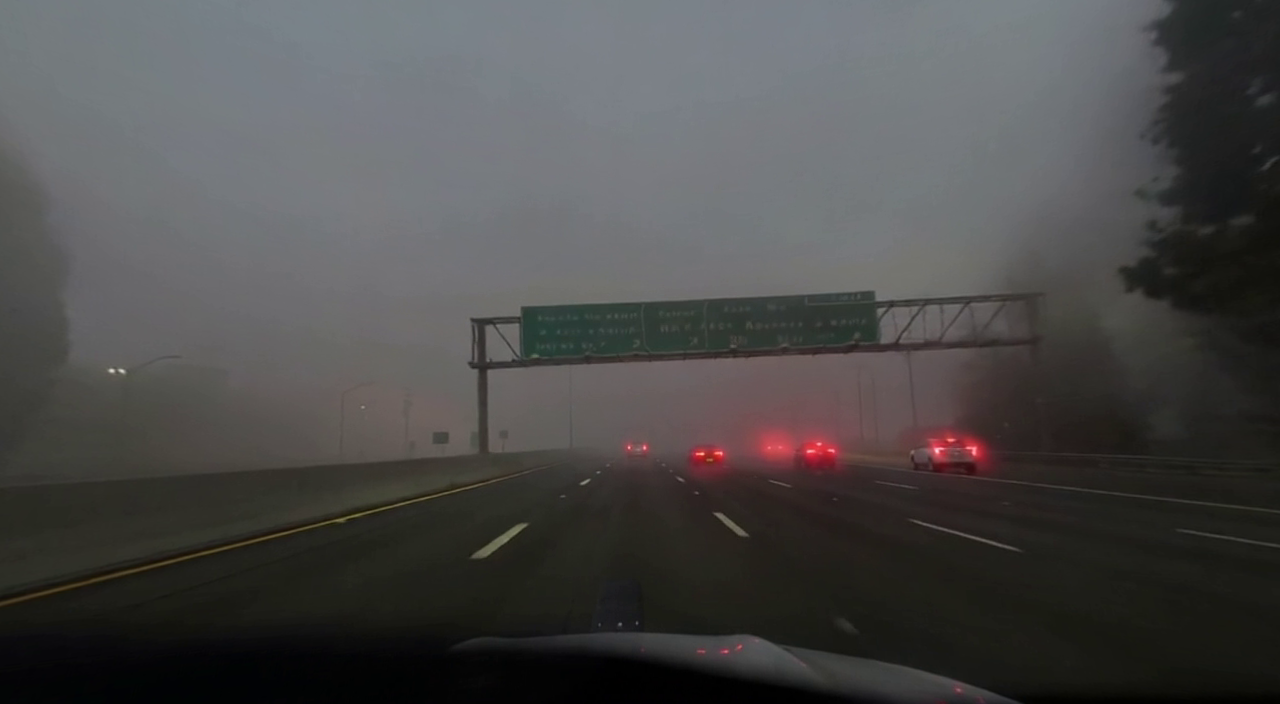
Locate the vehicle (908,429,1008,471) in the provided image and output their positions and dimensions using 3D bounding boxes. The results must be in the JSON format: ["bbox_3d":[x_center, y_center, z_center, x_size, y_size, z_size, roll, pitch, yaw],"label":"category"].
[{"bbox_3d":[15.684,4.881,31.617,2.190,1.911,5.658,0,-8,2],"label":"vehicle"}]

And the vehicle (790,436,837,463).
[{"bbox_3d":[12.323,6.966,45.249,2.070,1.782,5.006,-1,-8,2],"label":"vehicle"}]

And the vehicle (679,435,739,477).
[{"bbox_3d":[2.937,4.531,27.762,1.997,1.638,4.281,0,-8,-2],"label":"vehicle"}]
